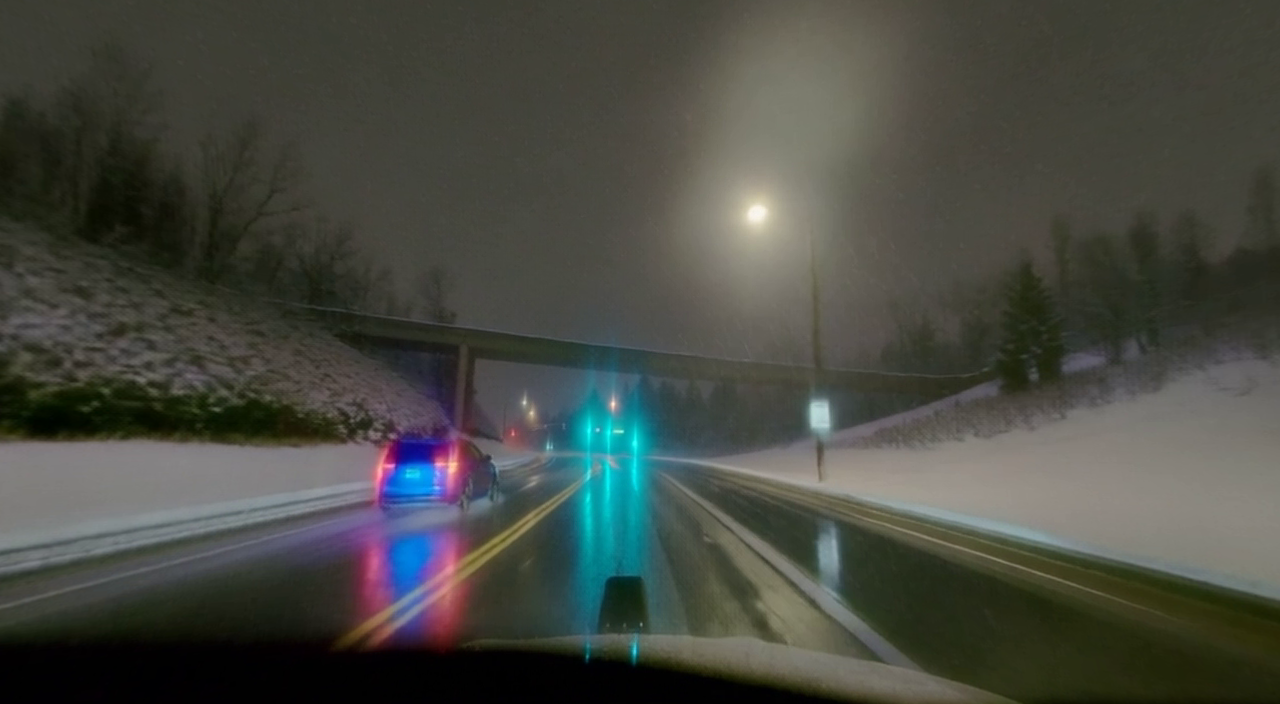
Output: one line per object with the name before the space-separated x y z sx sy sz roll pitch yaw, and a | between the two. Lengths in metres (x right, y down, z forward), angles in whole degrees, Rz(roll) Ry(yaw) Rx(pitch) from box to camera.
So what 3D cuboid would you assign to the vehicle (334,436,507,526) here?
vehicle | -4.202 2.530 12.975 1.968 1.503 4.443 0 -8 0
